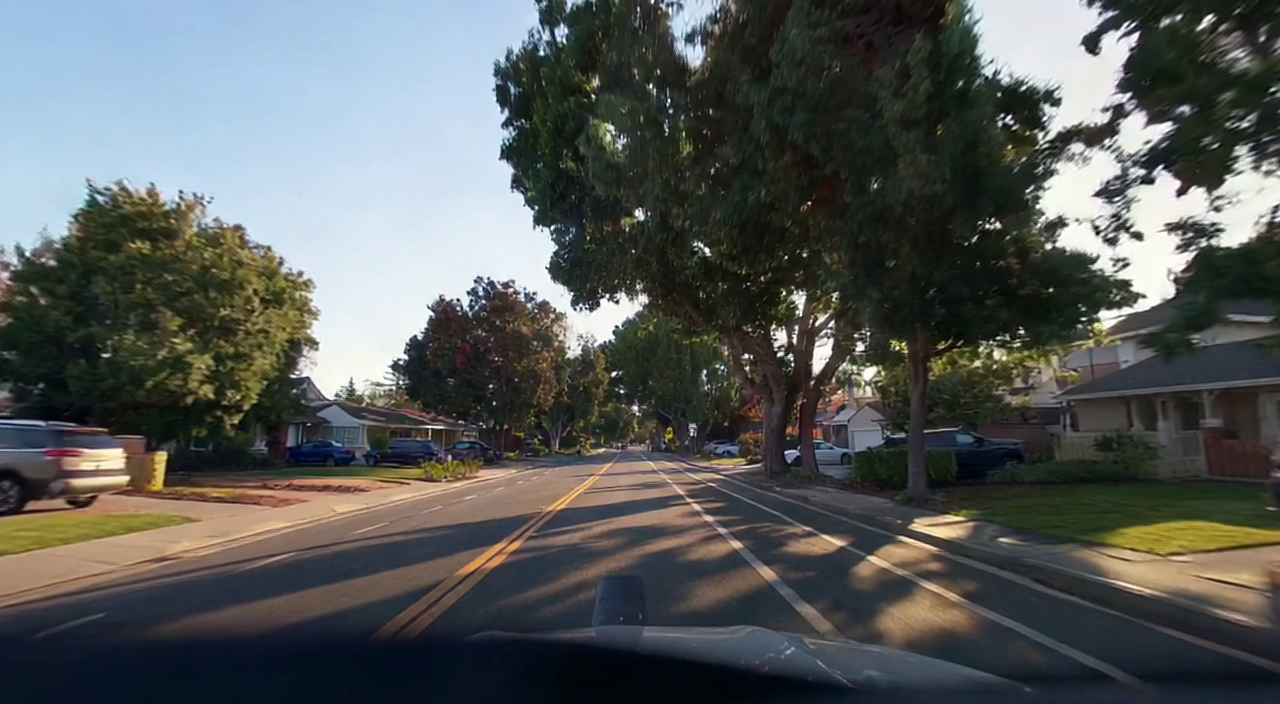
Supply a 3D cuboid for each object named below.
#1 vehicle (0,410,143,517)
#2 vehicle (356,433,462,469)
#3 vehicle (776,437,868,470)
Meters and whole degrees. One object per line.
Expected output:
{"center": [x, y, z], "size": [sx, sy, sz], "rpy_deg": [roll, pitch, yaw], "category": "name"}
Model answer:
{"center": [-12.497, 2.030, 11.702], "size": [4.722, 1.805, 2.043], "rpy_deg": [0, -9, -2], "category": "vehicle"}
{"center": [-12.576, 5.401, 34.576], "size": [5.009, 1.880, 1.961], "rpy_deg": [-1, -8, 1], "category": "vehicle"}
{"center": [10.667, 5.952, 37.193], "size": [4.751, 1.518, 1.885], "rpy_deg": [-4, -8, -1], "category": "vehicle"}
